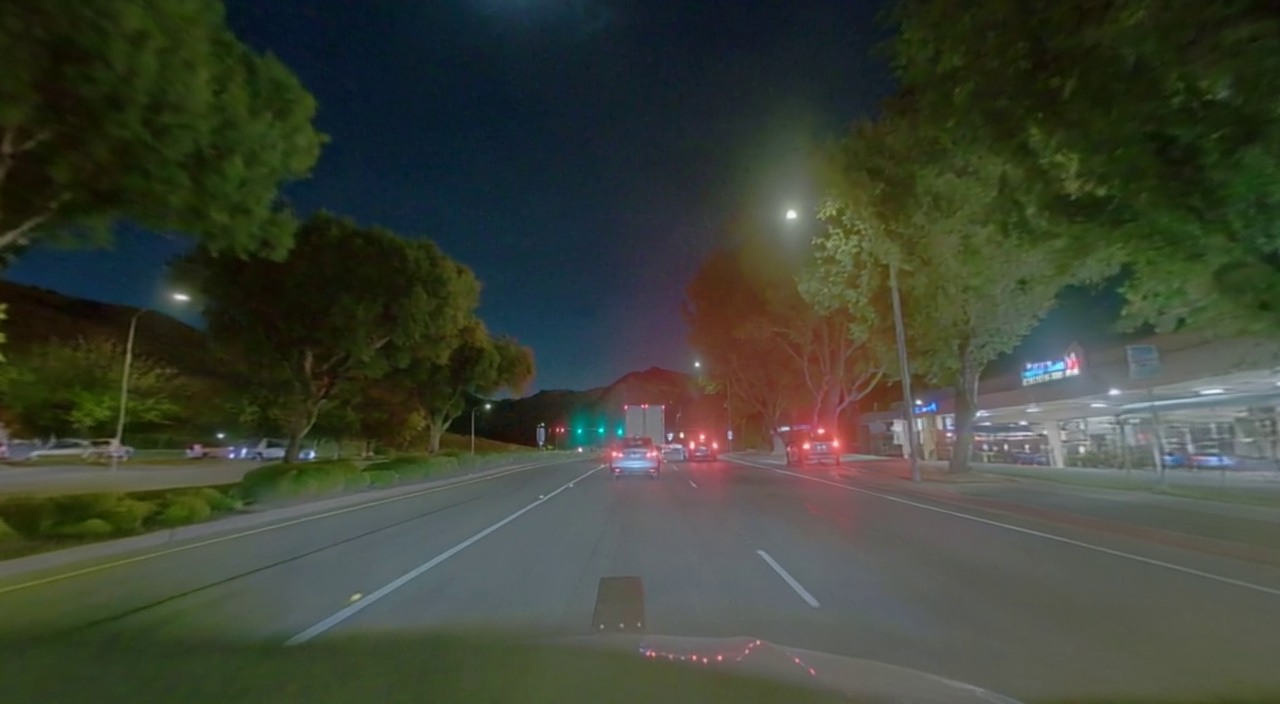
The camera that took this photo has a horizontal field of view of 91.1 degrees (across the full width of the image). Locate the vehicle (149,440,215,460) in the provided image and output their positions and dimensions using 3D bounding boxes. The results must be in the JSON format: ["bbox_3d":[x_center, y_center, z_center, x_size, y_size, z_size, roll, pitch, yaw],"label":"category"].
[{"bbox_3d":[-35.856,7.649,49.212,3.714,1.510,1.917,4,-9,-22],"label":"vehicle"}]

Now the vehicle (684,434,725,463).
[{"bbox_3d":[3.897,5.952,38.744,2.088,1.655,4.360,0,-8,0],"label":"vehicle"}]

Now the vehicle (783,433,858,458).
[{"bbox_3d":[13.183,6.841,46.027,4.887,1.734,2.014,0,-8,2],"label":"vehicle"}]

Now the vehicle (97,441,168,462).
[{"bbox_3d":[-36.827,7.215,45.676,3.640,1.447,1.788,4,-9,-27],"label":"vehicle"}]

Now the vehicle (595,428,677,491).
[{"bbox_3d":[-0.109,3.148,18.689,2.193,1.651,3.946,0,-8,0],"label":"vehicle"}]
